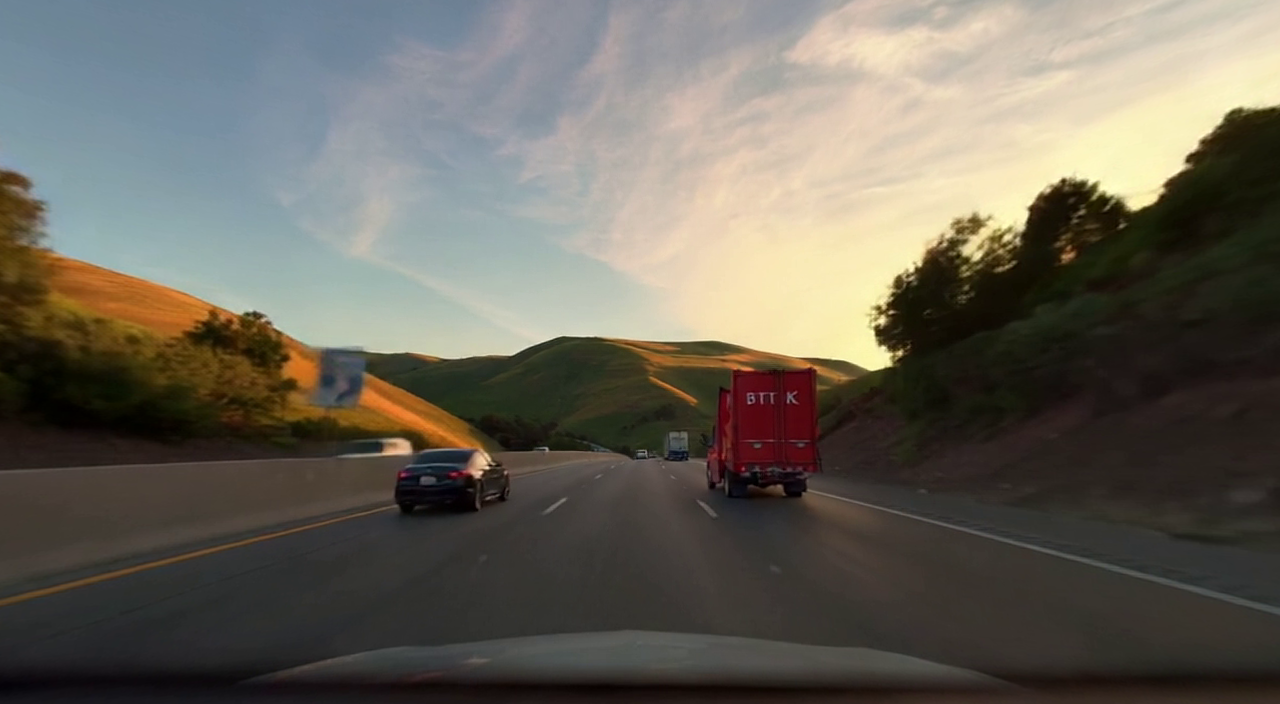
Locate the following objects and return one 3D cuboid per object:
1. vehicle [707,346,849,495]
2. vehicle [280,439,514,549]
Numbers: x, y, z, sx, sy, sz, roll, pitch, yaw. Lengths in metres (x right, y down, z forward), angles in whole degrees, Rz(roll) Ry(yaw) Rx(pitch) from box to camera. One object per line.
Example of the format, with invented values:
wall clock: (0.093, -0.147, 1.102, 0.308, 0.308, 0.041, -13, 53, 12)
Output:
vehicle: (4.038, 2.302, 20.214, 2.999, 4.023, 6.337, 0, -9, -1)
vehicle: (-3.873, 2.369, 11.357, 2.060, 1.475, 5.314, 0, -9, 1)
